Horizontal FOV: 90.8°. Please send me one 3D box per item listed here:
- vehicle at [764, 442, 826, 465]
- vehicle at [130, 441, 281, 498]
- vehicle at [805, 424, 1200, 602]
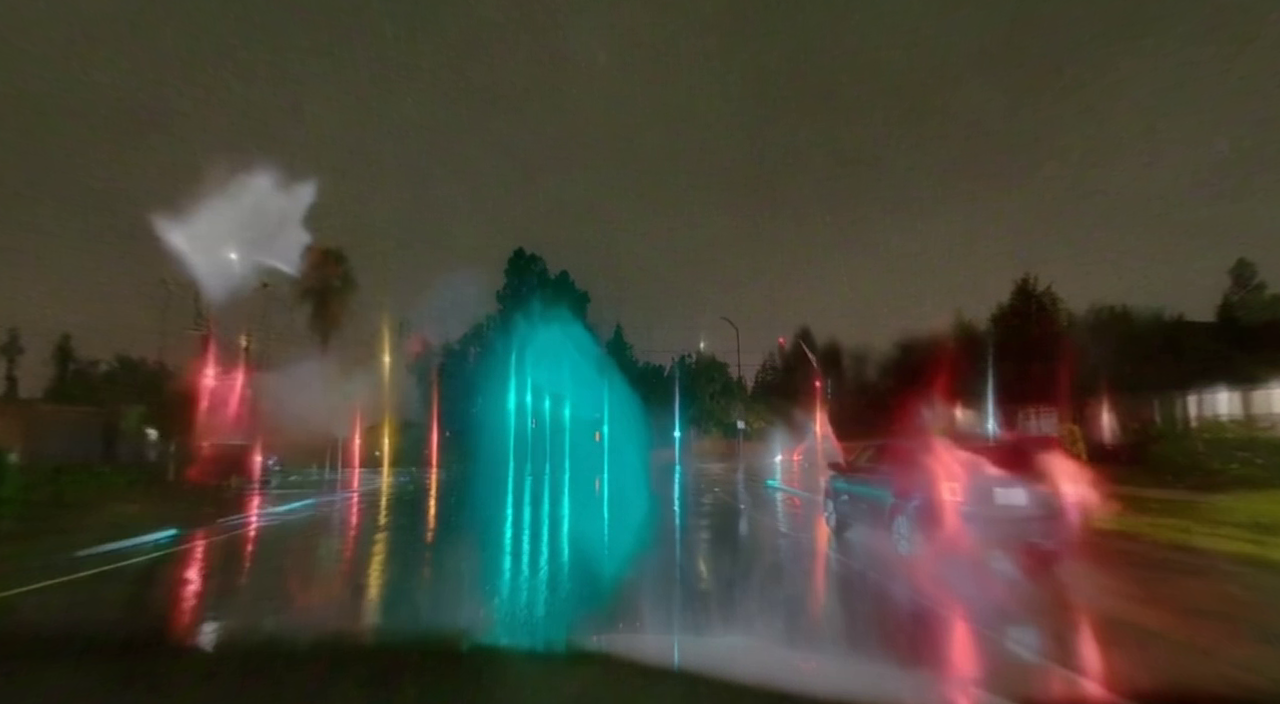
[{"bbox_3d":[10.675,7.029,43.812,3.815,1.504,1.790,0,-8,0],"label":"vehicle"},{"bbox_3d":[-14.078,3.795,20.874,2.003,1.637,4.297,0,-8,-2],"label":"vehicle"},{"bbox_3d":[3.689,1.716,7.796,2.065,1.478,4.828,0,-8,1],"label":"vehicle"}]
